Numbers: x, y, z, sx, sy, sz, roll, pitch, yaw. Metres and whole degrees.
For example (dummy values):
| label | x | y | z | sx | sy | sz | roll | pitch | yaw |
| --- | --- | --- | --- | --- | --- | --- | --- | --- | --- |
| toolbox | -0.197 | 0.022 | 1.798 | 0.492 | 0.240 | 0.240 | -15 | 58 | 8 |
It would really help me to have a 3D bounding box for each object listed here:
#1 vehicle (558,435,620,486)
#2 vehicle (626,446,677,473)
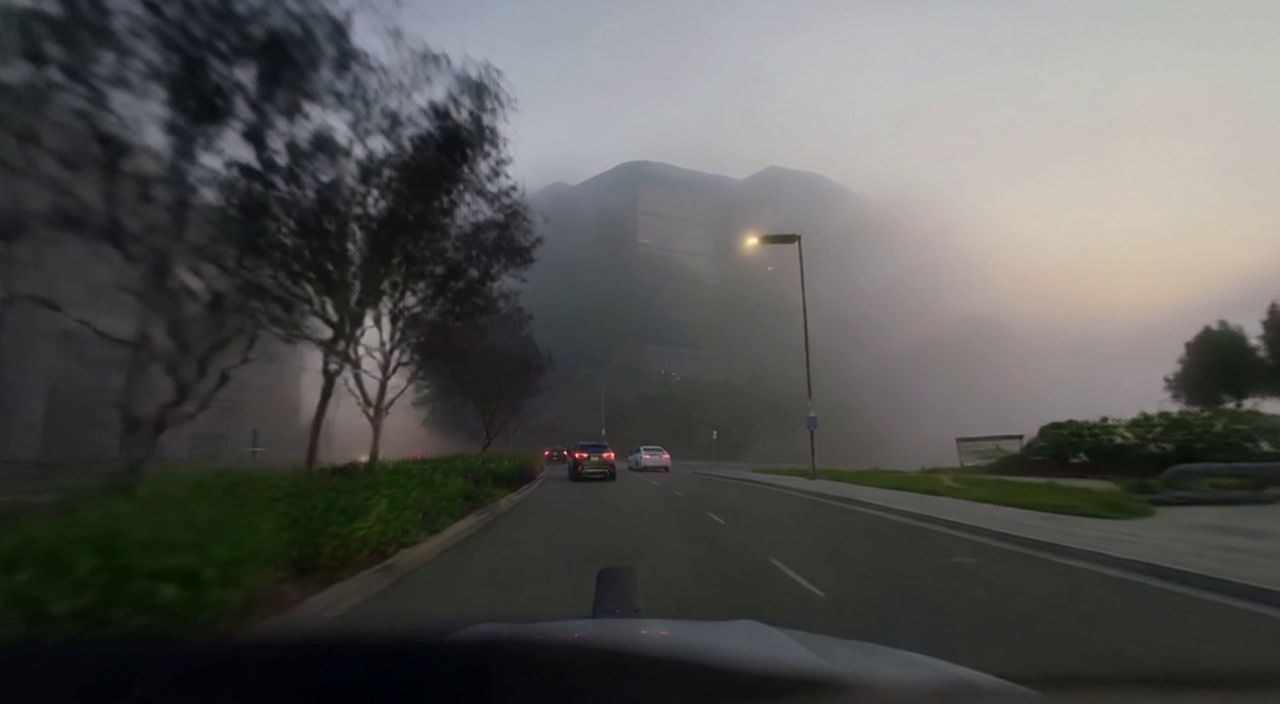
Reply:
| label | x | y | z | sx | sy | sz | roll | pitch | yaw |
| --- | --- | --- | --- | --- | --- | --- | --- | --- | --- |
| vehicle | -1.995 | 4.167 | 24.482 | 2.173 | 1.761 | 4.374 | 1 | -9 | -5 |
| vehicle | 0.607 | 6.255 | 36.865 | 2.116 | 1.506 | 4.355 | 2 | -9 | -11 |
